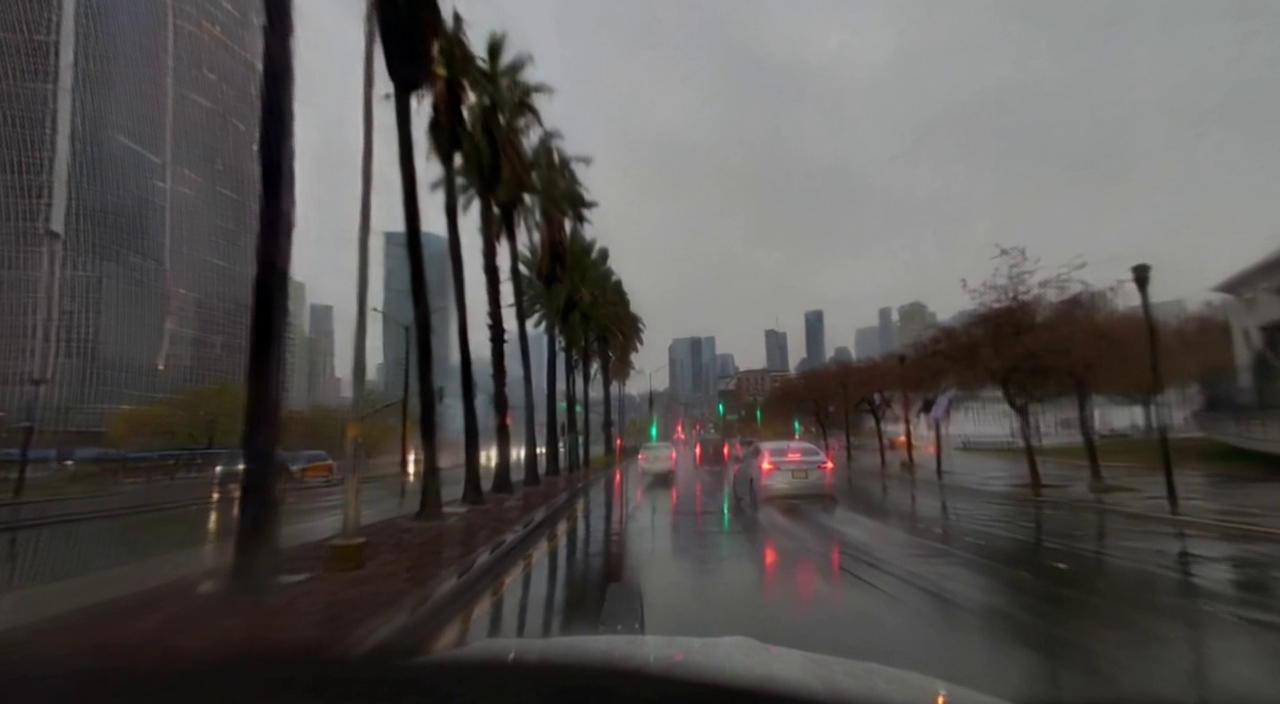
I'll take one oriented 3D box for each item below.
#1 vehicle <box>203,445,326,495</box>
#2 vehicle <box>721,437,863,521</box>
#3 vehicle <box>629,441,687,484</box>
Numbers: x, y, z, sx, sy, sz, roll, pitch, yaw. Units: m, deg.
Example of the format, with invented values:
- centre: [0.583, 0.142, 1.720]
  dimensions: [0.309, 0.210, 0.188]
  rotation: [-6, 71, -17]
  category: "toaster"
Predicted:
- centre: [-15.567, 4.884, 26.510]
  dimensions: [2.048, 1.830, 5.136]
  rotation: [-1, -9, -1]
  category: "vehicle"
- centre: [3.069, 2.677, 13.916]
  dimensions: [2.051, 1.509, 4.933]
  rotation: [0, -9, 2]
  category: "vehicle"
- centre: [0.759, 4.211, 24.326]
  dimensions: [2.077, 1.518, 3.760]
  rotation: [-1, -9, 4]
  category: "vehicle"
